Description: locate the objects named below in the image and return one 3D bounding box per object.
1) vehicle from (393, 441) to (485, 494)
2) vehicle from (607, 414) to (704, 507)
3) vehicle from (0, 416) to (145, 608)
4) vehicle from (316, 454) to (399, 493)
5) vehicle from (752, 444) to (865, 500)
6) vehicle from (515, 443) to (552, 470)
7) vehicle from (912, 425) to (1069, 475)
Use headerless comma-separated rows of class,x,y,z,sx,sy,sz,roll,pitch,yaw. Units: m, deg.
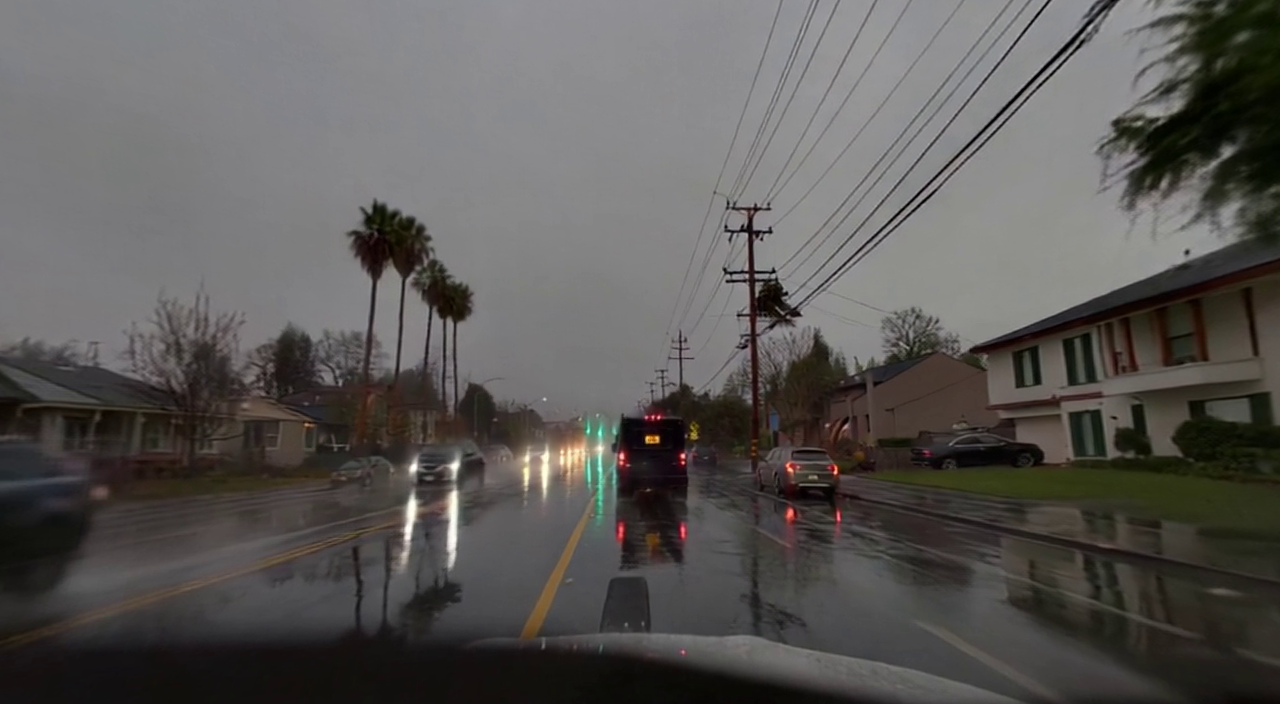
vehicle,-6.933,3.986,22.243,1.965,1.653,4.251,0,-8,-2
vehicle,0.231,2.765,16.458,2.168,2.040,4.527,0,-8,-3
vehicle,-6.706,1.357,5.058,1.948,1.706,4.407,0,-8,-2
vehicle,-12.967,5.574,29.243,2.004,1.441,4.572,-3,-8,-3
vehicle,4.831,3.482,18.782,2.022,1.456,4.246,0,-8,-3
vehicle,-7.454,7.333,44.396,1.993,1.737,4.353,0,-8,-2
vehicle,13.677,3.813,24.840,4.749,1.699,2.311,-2,-6,0
